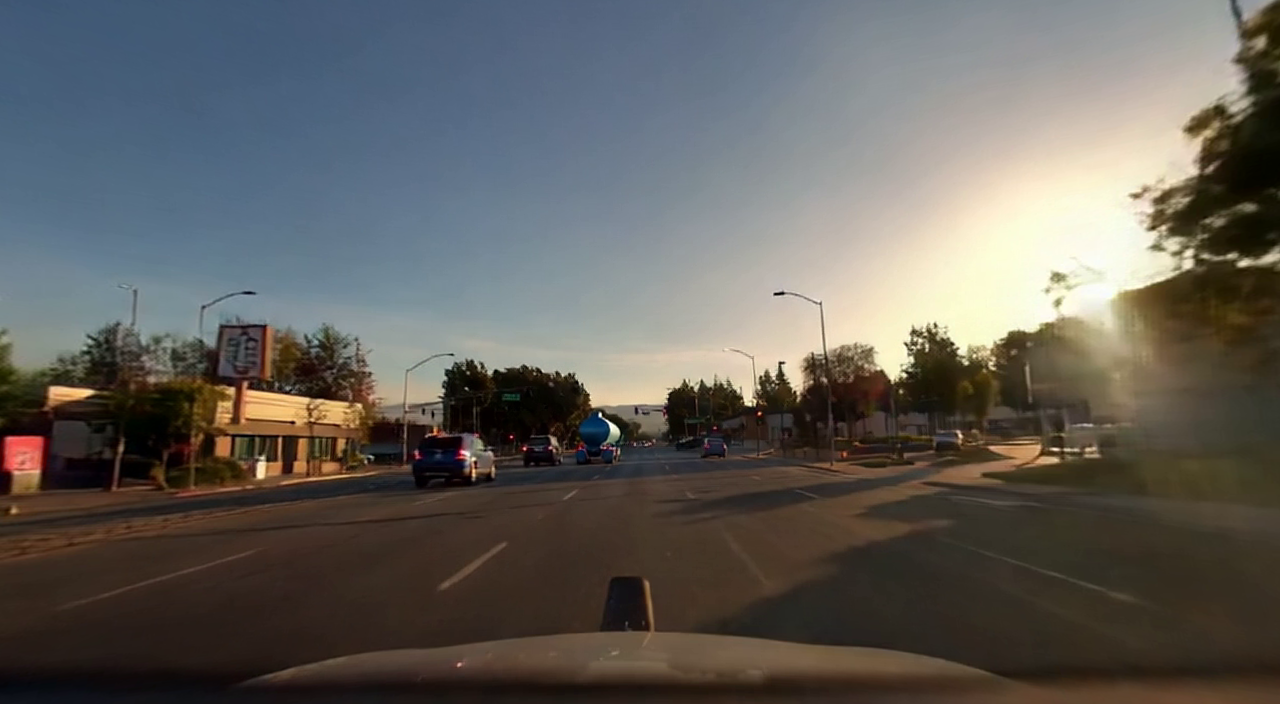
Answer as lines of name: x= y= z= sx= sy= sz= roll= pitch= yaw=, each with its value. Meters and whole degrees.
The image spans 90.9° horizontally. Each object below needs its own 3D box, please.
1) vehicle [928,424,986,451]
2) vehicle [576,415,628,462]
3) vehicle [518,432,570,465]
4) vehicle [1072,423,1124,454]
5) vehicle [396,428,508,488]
vehicle: x=23.940 y=6.447 z=47.439 sx=2.380 sy=1.890 sz=5.620 roll=-7 pitch=-11 yaw=42
vehicle: x=-2.579 y=6.624 z=47.931 sx=2.841 sy=3.004 sz=14.901 roll=0 pitch=-8 yaw=1
vehicle: x=-6.063 y=6.179 z=40.551 sx=2.375 sy=1.989 sz=5.497 roll=0 pitch=-8 yaw=1
vehicle: x=23.659 y=4.441 z=32.547 sx=1.924 sy=1.467 sz=4.572 roll=-7 pitch=-10 yaw=36
vehicle: x=-6.101 y=3.496 z=21.137 sx=2.179 sy=1.750 sz=4.621 roll=0 pitch=-8 yaw=2
